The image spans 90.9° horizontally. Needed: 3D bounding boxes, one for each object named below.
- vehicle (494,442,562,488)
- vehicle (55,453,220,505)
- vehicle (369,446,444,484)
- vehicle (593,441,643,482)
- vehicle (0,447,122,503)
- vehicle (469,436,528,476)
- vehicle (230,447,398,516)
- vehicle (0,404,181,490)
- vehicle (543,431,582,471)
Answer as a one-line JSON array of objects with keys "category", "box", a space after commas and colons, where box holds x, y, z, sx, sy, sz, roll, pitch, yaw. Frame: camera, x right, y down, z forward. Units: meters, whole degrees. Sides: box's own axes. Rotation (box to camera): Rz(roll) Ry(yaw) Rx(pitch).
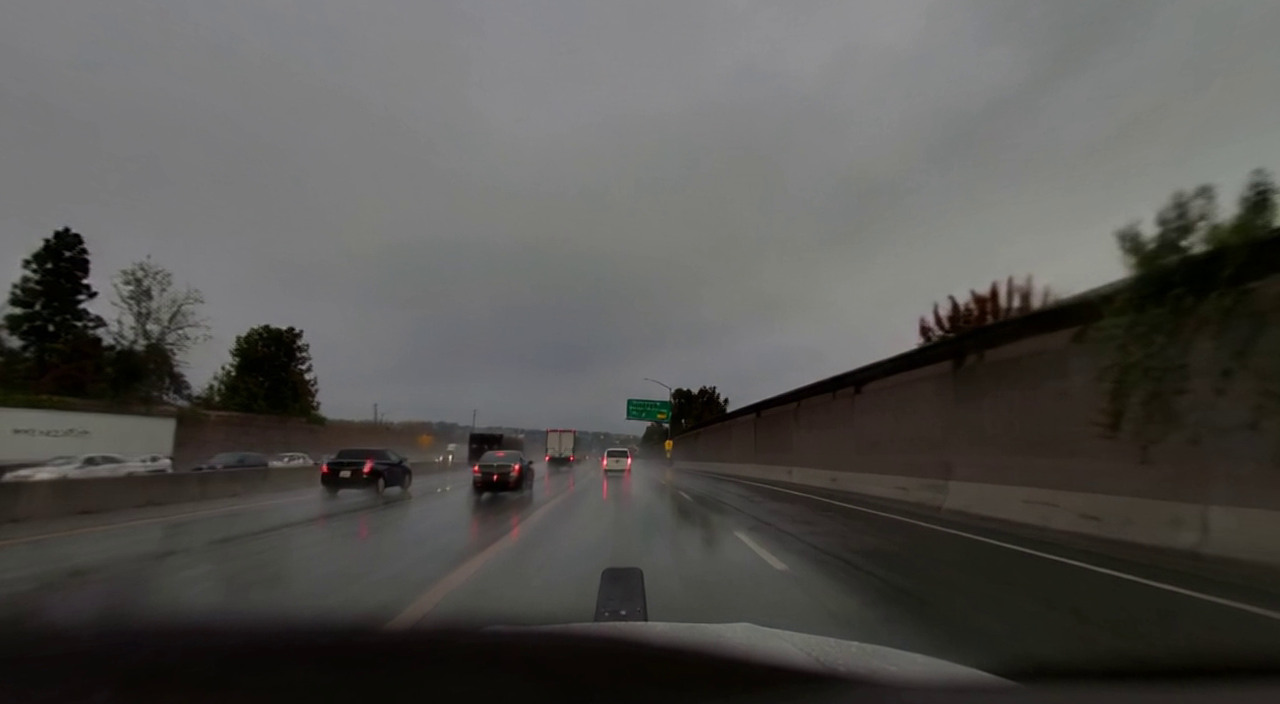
[{"category": "vehicle", "box": [-4.311, 4.417, 24.975, 2.005, 1.631, 4.295, 0, -8, -1]}, {"category": "vehicle", "box": [-16.104, 4.039, 20.592, 1.816, 1.439, 4.480, 0, -8, -2]}, {"category": "vehicle", "box": [-12.011, 5.794, 32.864, 2.079, 1.807, 5.187, 0, -8, -2]}, {"category": "vehicle", "box": [-1.007, 4.870, 28.380, 2.092, 1.671, 3.772, 0, -8, -3]}, {"category": "vehicle", "box": [-19.827, 3.926, 20.612, 1.934, 1.609, 4.619, 0, -8, -2]}, {"category": "vehicle", "box": [-9.294, 6.889, 42.022, 2.773, 2.402, 6.232, 0, -8, -3]}, {"category": "vehicle", "box": [-7.976, 3.175, 16.019, 1.896, 1.465, 4.399, 0, -8, 0]}, {"category": "vehicle", "box": [-23.968, 3.715, 24.709, 3.003, 2.982, 12.570, 0, -8, -2]}, {"category": "vehicle", "box": [-5.506, 7.114, 45.458, 2.279, 2.672, 5.256, 0, -8, -2]}]
